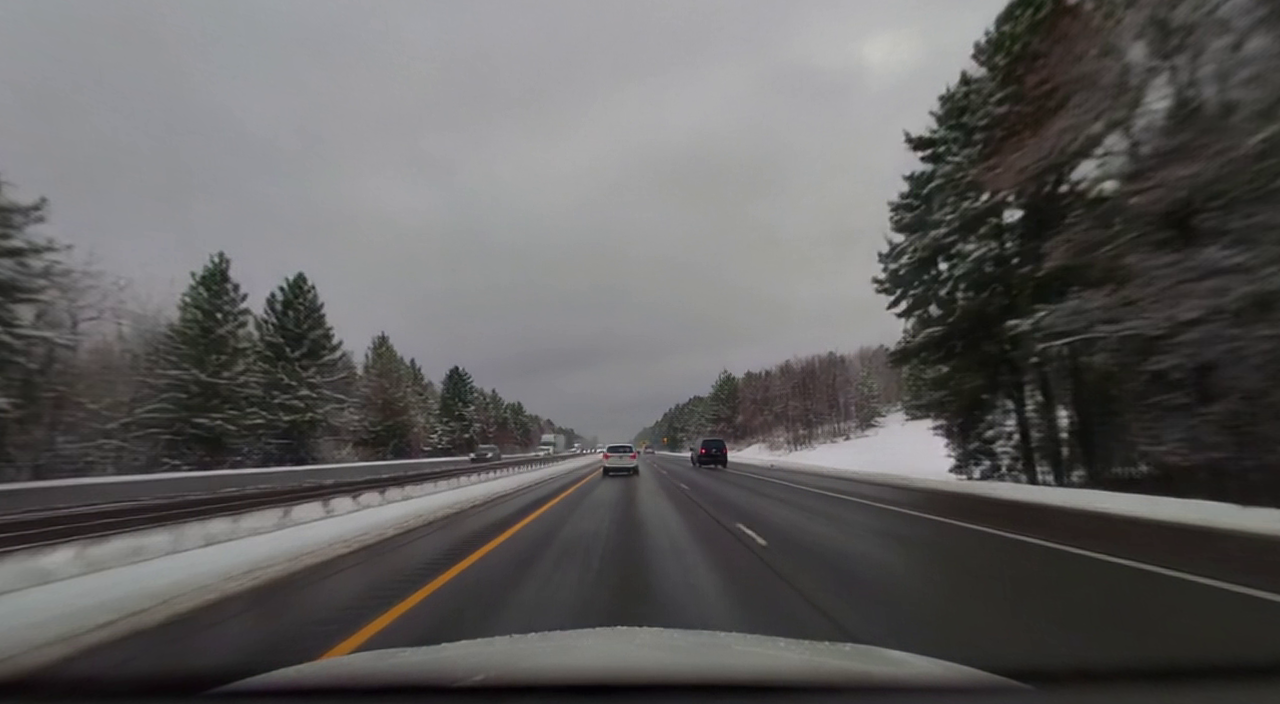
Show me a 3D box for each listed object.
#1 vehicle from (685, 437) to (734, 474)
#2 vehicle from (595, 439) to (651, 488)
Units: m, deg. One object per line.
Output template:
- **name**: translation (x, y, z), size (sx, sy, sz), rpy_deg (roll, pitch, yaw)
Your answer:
- **vehicle**: translation (3.880, 5.918, 35.899), size (2.179, 1.930, 4.538), rpy_deg (0, -9, -1)
- **vehicle**: translation (-0.625, 4.245, 24.153), size (1.963, 1.711, 4.284), rpy_deg (0, -9, -1)
